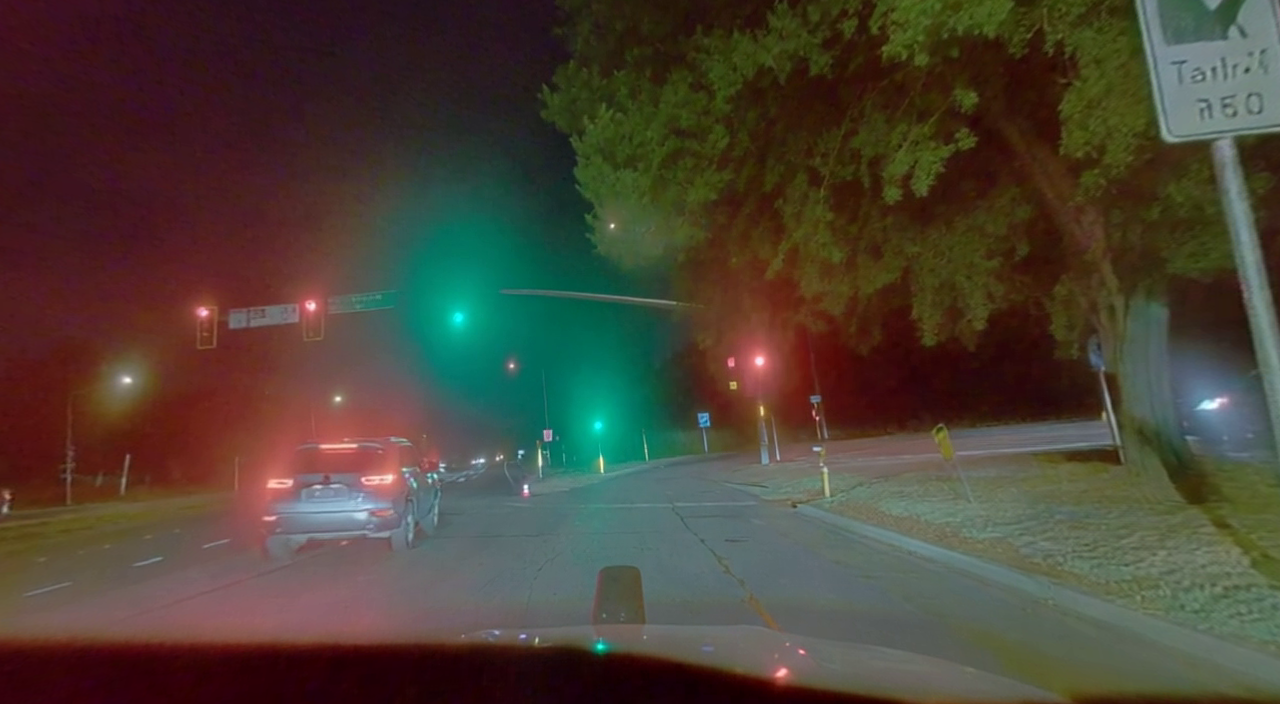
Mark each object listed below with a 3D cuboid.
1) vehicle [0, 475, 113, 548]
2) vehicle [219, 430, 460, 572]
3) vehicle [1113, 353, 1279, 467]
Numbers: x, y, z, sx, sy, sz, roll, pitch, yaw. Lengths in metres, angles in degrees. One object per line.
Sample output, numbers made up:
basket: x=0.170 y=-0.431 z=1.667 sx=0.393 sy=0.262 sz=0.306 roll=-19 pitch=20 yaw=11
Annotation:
vehicle: x=-16.268 y=4.165 z=16.414 sx=1.986 sy=1.492 sz=4.332 roll=-4 pitch=-8 yaw=-10
vehicle: x=-4.357 y=2.178 z=10.153 sx=2.134 sy=1.707 sz=4.471 roll=1 pitch=-9 yaw=-7
vehicle: x=10.612 y=1.021 z=10.786 sx=1.855 sy=1.669 sz=4.529 roll=-4 pitch=-9 yaw=6
